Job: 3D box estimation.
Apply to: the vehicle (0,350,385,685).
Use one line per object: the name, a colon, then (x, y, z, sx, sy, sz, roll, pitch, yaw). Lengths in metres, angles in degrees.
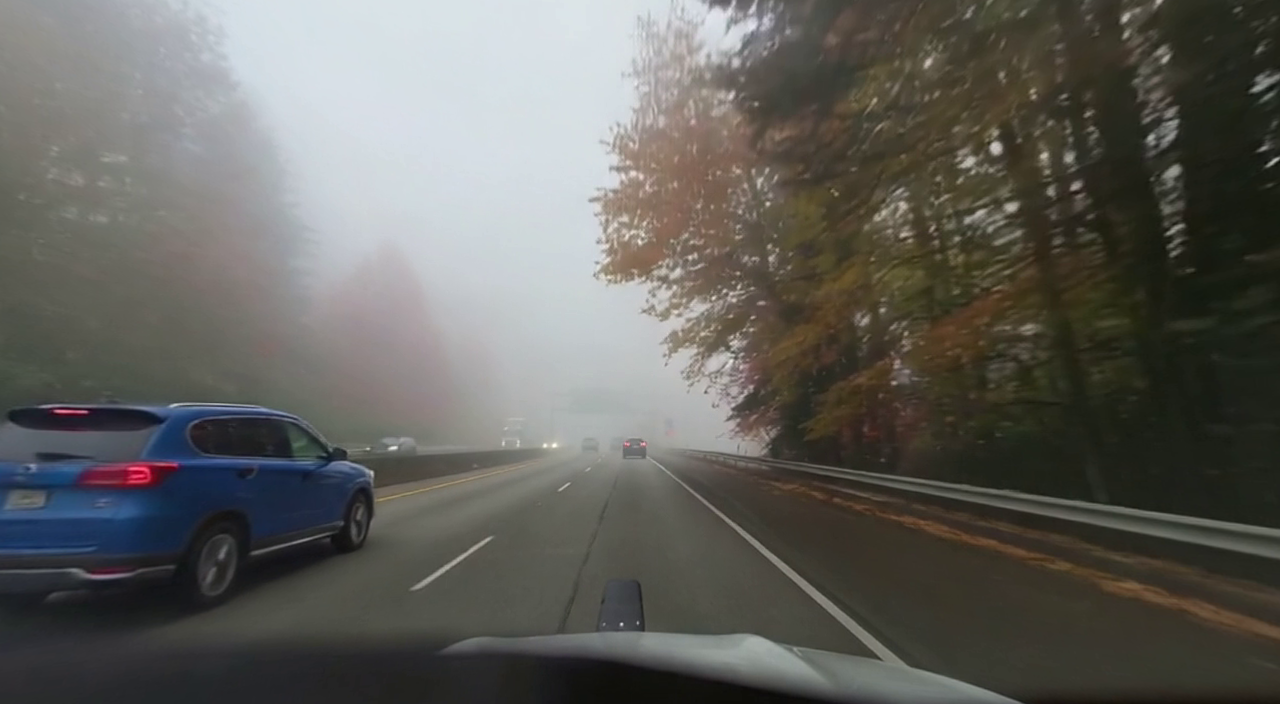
vehicle: (-4.064, 1.141, 5.404, 1.924, 1.720, 4.195, 0, -8, 1)

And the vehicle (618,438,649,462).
vehicle: (-0.459, 6.452, 41.691, 1.939, 1.497, 3.863, 0, -8, -1)
